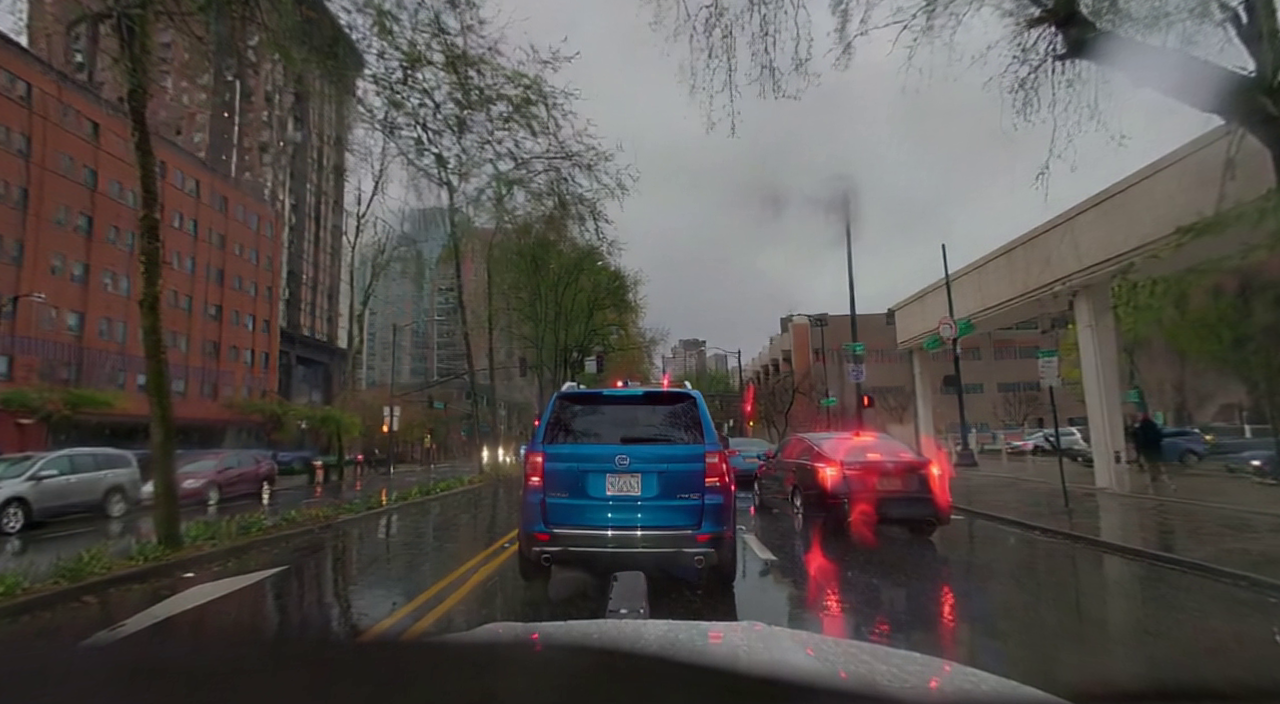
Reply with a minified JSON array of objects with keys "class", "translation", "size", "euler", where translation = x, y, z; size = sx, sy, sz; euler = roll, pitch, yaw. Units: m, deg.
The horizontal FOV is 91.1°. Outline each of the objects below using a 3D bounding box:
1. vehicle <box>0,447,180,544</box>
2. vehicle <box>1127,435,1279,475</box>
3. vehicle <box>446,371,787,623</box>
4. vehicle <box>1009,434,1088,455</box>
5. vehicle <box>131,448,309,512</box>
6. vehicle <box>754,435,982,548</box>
[{"class":"vehicle","translation":[-12.533,2.915,13.468],"size":[1.891,1.723,4.360],"euler":[0,-8,1]},{"class":"vehicle","translation":[22.176,4.049,24.956],"size":[4.055,1.469,1.848],"euler":[-4,-9,26]},{"class":"vehicle","translation":[-0.163,1.361,6.773],"size":[2.453,1.816,4.300],"euler":[0,-8,0]},{"class":"vehicle","translation":[31.305,7.098,48.149],"size":[5.224,1.515,2.164],"euler":[3,-9,-18]},{"class":"vehicle","translation":[-12.460,3.786,19.134],"size":[2.207,1.648,4.675],"euler":[0,-8,-1]},{"class":"vehicle","translation":[3.289,2.086,10.099],"size":[2.056,1.422,4.130],"euler":[0,-8,-1]}]
